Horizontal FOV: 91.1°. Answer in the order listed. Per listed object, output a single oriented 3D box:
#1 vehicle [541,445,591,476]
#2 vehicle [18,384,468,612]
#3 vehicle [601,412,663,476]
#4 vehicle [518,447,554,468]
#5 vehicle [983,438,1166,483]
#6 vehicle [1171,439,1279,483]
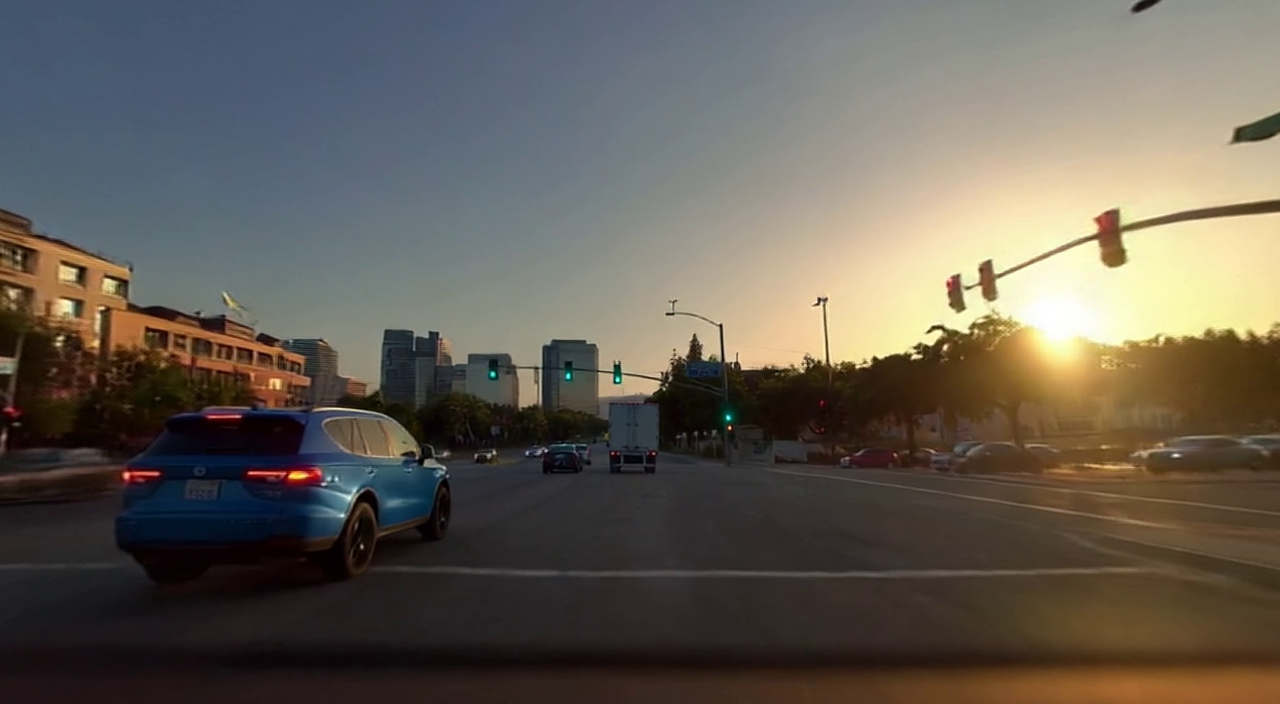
[{"bbox_3d":[-3.701,5.488,32.063,2.023,1.483,4.143,0,-9,0],"label":"vehicle"},{"bbox_3d":[-3.883,1.539,7.597,2.178,1.826,4.933,0,-9,0],"label":"vehicle"},{"bbox_3d":[-0.366,4.935,33.721,2.993,3.051,6.692,0,-9,0],"label":"vehicle"},{"bbox_3d":[-7.572,7.736,46.118,1.933,1.477,4.119,0,-9,-1],"label":"vehicle"},{"bbox_3d":[15.358,3.843,22.421,4.983,1.511,2.077,0,-9,-1],"label":"vehicle"},{"bbox_3d":[22.403,3.908,22.577,4.716,1.494,2.001,0,-9,0],"label":"vehicle"}]
